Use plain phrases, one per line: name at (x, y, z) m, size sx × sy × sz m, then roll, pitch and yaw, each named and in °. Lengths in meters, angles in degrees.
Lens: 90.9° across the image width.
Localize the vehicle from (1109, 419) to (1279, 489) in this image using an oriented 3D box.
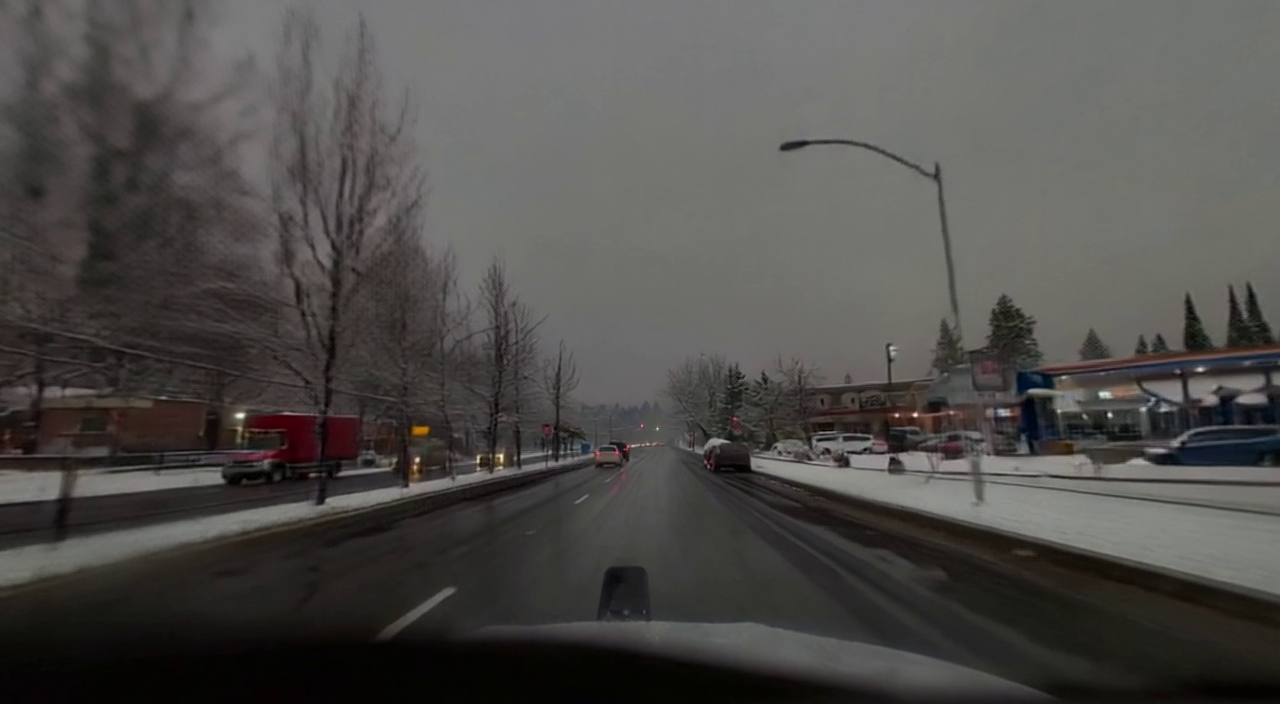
vehicle at (15.826, 2.836, 17.627) m, size 1.823 × 1.669 × 4.863 m, roll -1°, pitch -9°, yaw 3°

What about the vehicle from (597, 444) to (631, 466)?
vehicle at (-1.706, 6.955, 42.729) m, size 1.959 × 1.406 × 4.272 m, roll 0°, pitch -9°, yaw 2°

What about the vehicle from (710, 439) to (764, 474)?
vehicle at (4.978, 5.428, 32.932) m, size 2.179 × 1.709 × 4.512 m, roll 0°, pitch -9°, yaw 1°

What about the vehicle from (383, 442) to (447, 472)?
vehicle at (-14.213, 6.643, 40.151) m, size 2.163 × 1.761 × 4.811 m, roll 0°, pitch -9°, yaw 2°

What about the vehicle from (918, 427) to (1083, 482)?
vehicle at (12.315, 3.530, 21.771) m, size 4.454 × 1.776 × 1.891 m, roll 0°, pitch -9°, yaw 1°

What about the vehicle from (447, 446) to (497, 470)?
vehicle at (-10.480, 6.614, 39.613) m, size 1.801 × 1.407 × 4.270 m, roll 0°, pitch -9°, yaw 2°

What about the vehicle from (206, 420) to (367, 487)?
vehicle at (-18.516, 5.427, 34.116) m, size 2.953 × 3.076 × 9.336 m, roll 0°, pitch -9°, yaw 3°
